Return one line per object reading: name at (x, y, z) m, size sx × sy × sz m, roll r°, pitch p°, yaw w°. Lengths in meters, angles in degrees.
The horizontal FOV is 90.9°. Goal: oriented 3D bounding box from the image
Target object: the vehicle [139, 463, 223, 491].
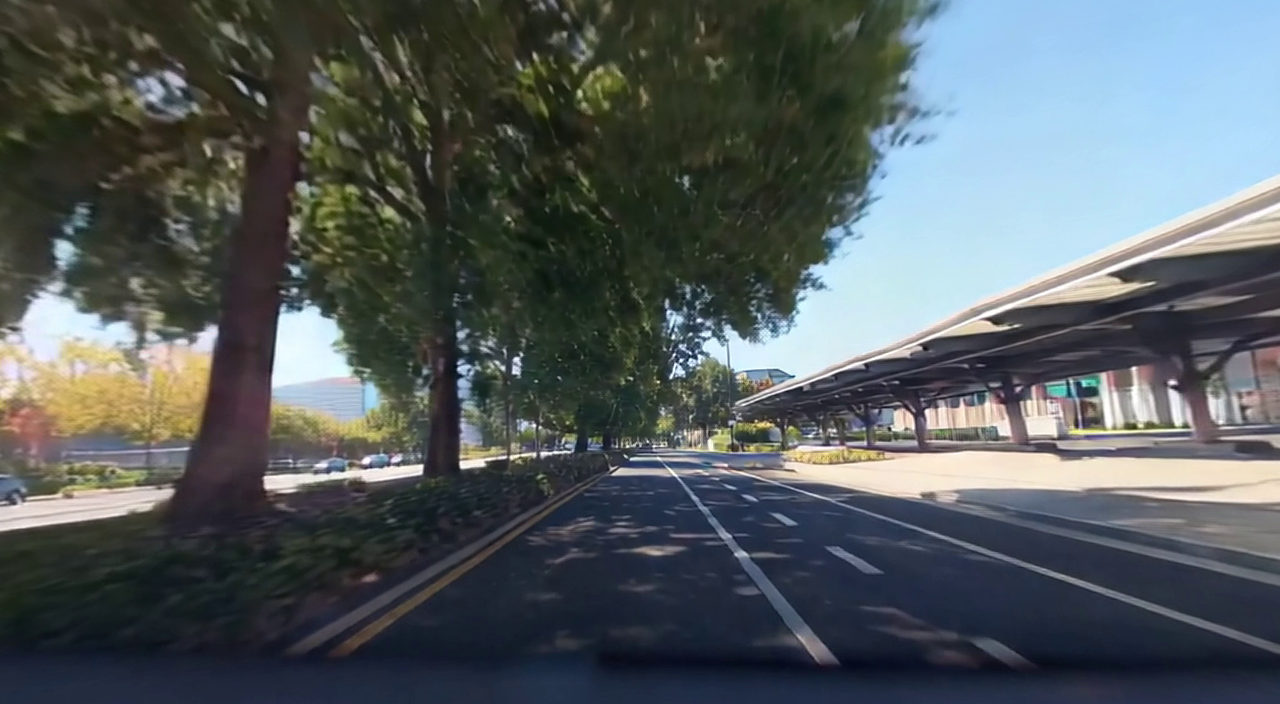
vehicle at (-29.929, 8.152, 41.307) m, size 1.894 × 1.552 × 4.677 m, roll 0°, pitch -8°, yaw 2°
